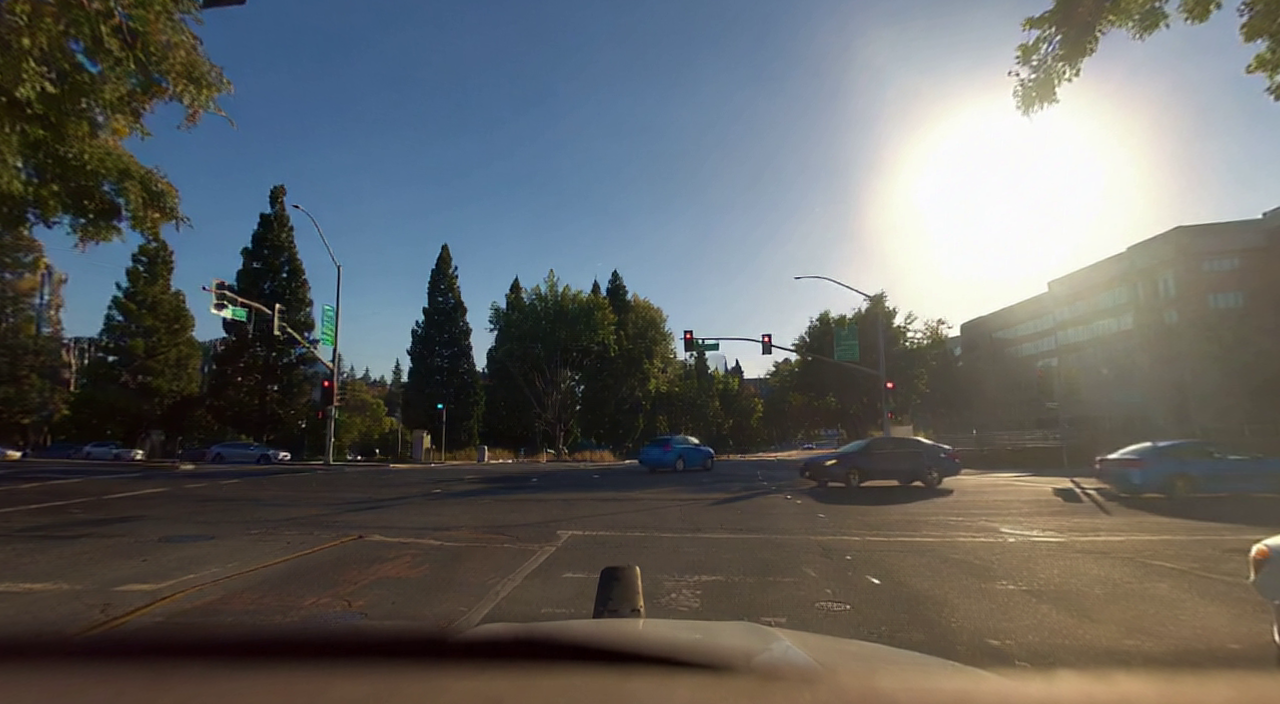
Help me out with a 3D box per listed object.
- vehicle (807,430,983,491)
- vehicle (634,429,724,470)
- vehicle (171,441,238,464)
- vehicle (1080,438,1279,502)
[{"bbox_3d":[7.941,3.394,19.842,4.580,1.768,2.134,1,-8,-7],"label":"vehicle"},{"bbox_3d":[1.910,4.593,29.641,1.994,1.753,4.346,-7,-11,40],"label":"vehicle"},{"bbox_3d":[-29.110,6.700,42.046,1.696,1.431,3.686,-1,-8,3],"label":"vehicle"},{"bbox_3d":[14.878,3.067,16.589,5.000,1.559,1.960,0,-8,-1],"label":"vehicle"}]
